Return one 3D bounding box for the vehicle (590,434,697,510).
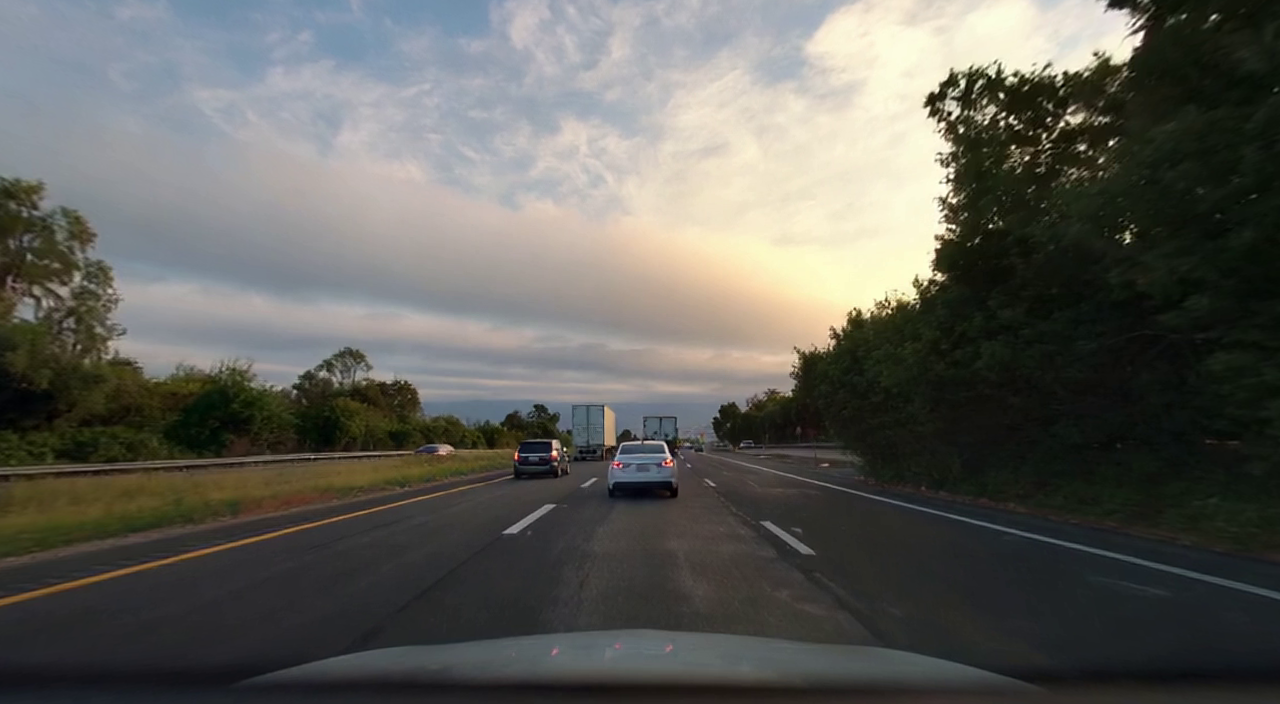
[{"bbox_3d":[0.065,2.620,14.153,2.057,1.449,3.931,0,-9,0],"label":"vehicle"}]

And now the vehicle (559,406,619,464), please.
[{"bbox_3d":[-3.231,5.923,43.927,2.999,3.435,12.740,0,-9,1],"label":"vehicle"}]

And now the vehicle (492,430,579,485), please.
[{"bbox_3d":[-3.525,3.683,22.130,2.177,1.699,4.431,0,-9,2],"label":"vehicle"}]
